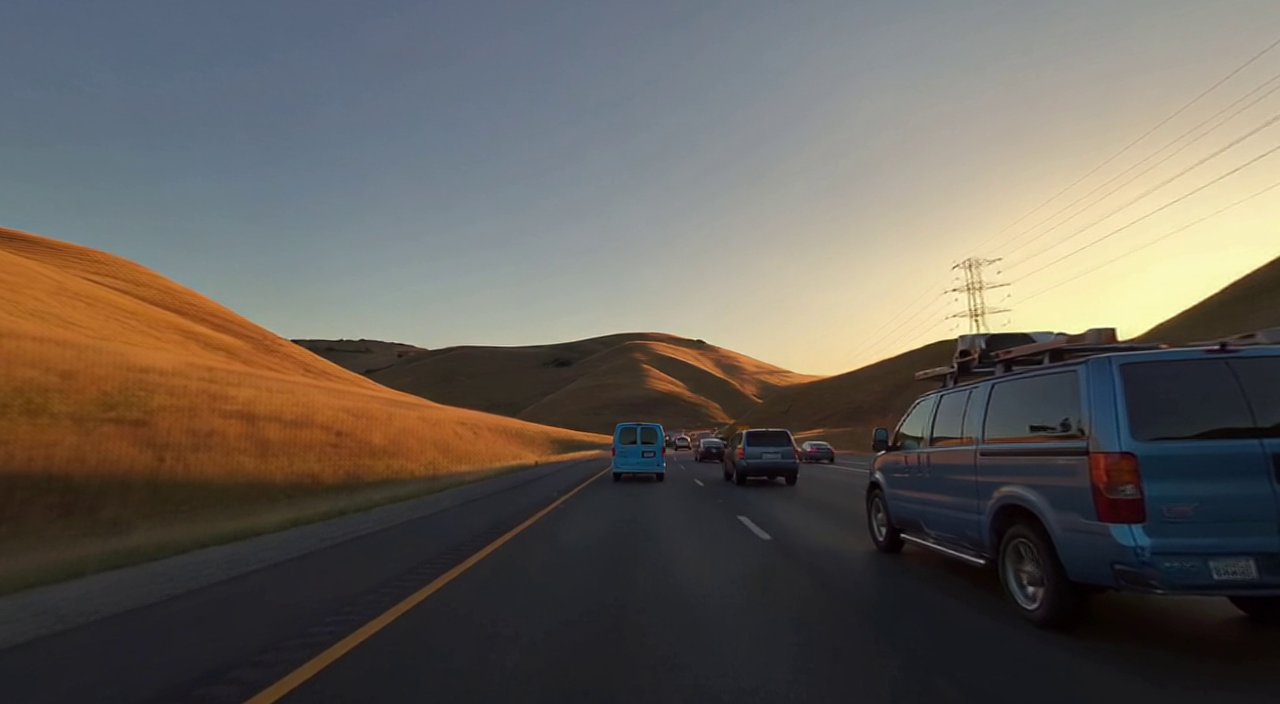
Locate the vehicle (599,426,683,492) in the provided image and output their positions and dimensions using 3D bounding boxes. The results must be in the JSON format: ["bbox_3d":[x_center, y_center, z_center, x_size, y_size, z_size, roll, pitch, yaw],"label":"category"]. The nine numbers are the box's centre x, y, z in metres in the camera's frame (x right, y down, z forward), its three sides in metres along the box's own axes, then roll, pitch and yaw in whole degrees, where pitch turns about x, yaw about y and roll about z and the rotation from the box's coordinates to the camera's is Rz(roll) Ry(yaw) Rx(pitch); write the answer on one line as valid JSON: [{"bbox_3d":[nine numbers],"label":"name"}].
[{"bbox_3d":[0.053,3.226,19.331,2.268,1.772,4.523,0,-8,1],"label":"vehicle"}]

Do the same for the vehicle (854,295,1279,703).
[{"bbox_3d":[3.903,1.030,4.540,2.691,1.901,5.744,0,-8,0],"label":"vehicle"}]

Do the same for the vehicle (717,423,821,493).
[{"bbox_3d":[3.634,3.095,18.750,2.139,1.821,4.480,0,-8,0],"label":"vehicle"}]
